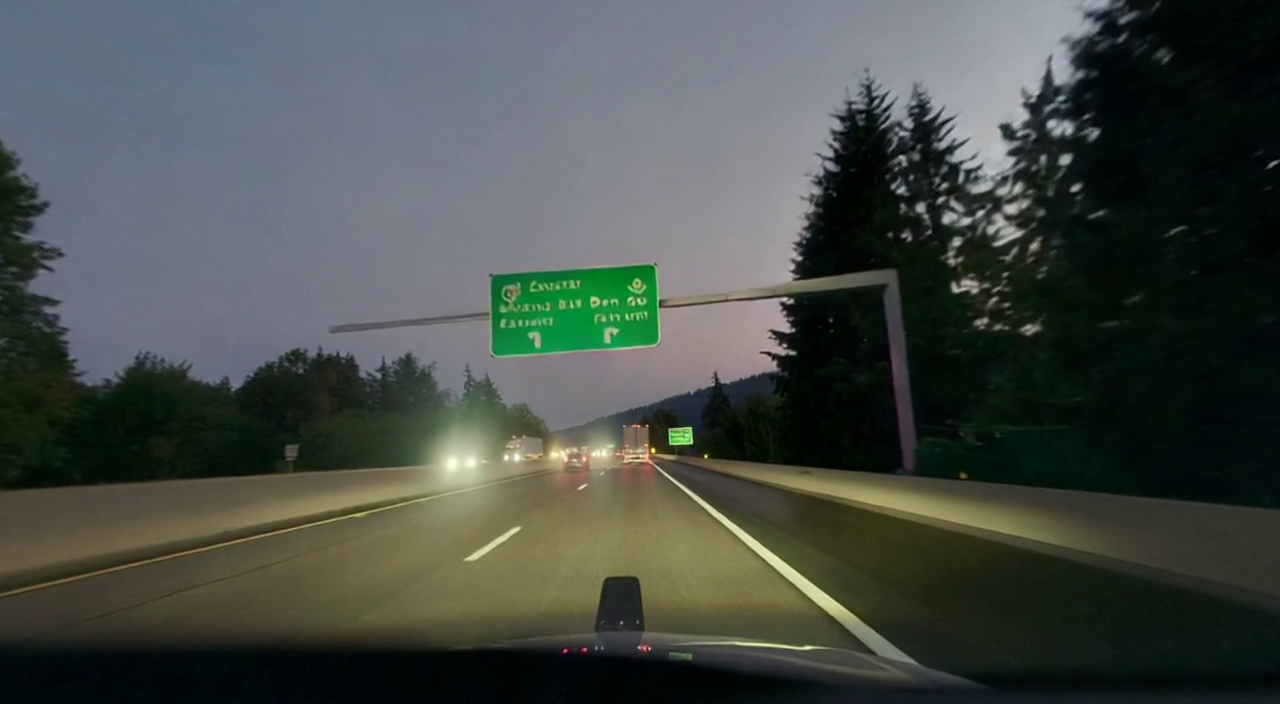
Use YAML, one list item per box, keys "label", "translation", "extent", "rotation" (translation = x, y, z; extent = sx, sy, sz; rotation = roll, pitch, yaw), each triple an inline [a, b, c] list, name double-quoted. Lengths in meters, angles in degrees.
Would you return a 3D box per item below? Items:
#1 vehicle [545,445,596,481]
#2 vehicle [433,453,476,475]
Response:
- label: "vehicle"
  translation: [-3.465, 5.642, 32.381]
  extent: [2.081, 1.682, 4.425]
  rotation: [0, -9, 0]
- label: "vehicle"
  translation: [-13.141, 7.942, 44.921]
  extent: [1.796, 1.445, 3.995]
  rotation: [0, -9, 1]
